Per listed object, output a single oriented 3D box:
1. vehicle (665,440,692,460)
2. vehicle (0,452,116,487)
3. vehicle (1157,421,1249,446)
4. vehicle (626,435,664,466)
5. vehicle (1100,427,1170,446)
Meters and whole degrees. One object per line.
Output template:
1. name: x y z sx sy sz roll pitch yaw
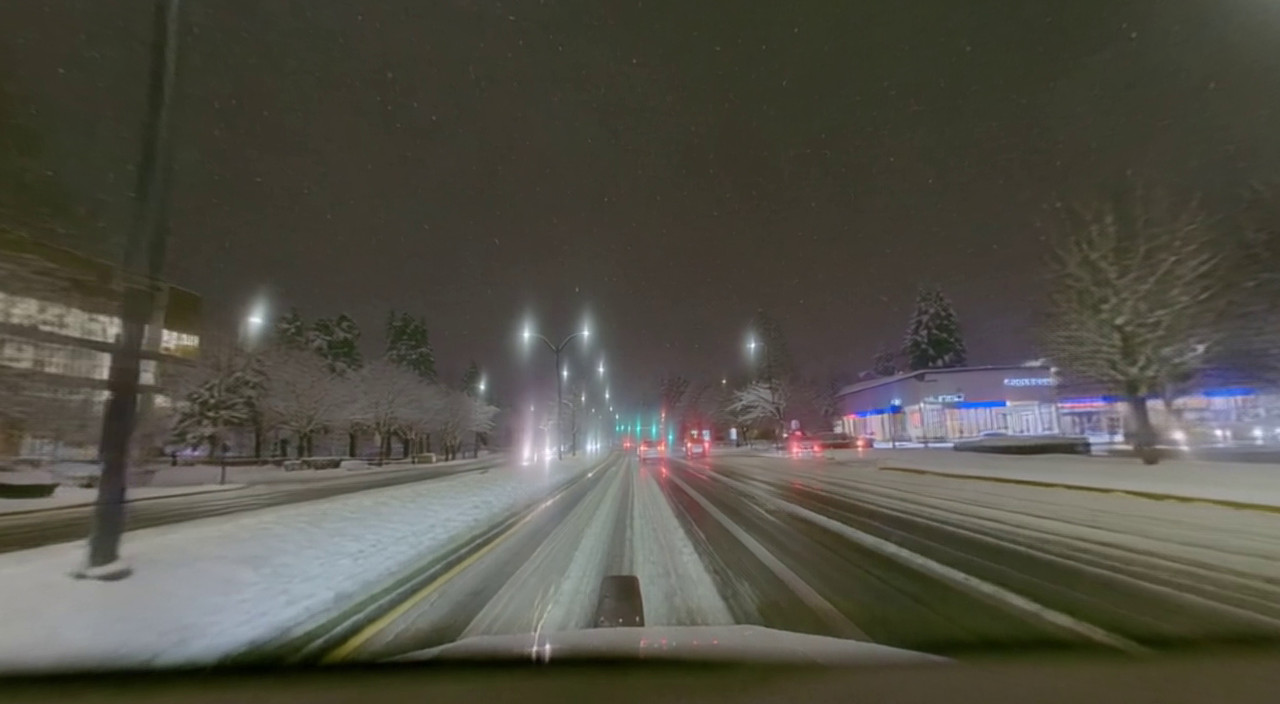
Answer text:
1. vehicle: 2.846 7.366 47.486 1.685 1.441 3.795 0 -8 -1
2. vehicle: -30.271 6.052 32.627 4.621 1.670 1.895 0 -8 -1
3. vehicle: 38.714 5.662 43.629 1.915 1.653 4.732 0 -8 -1
4. vehicle: 0.266 5.677 36.549 2.100 1.683 4.231 0 -8 0
5. vehicle: 39.038 6.644 49.979 1.853 1.422 4.585 0 -7 0
